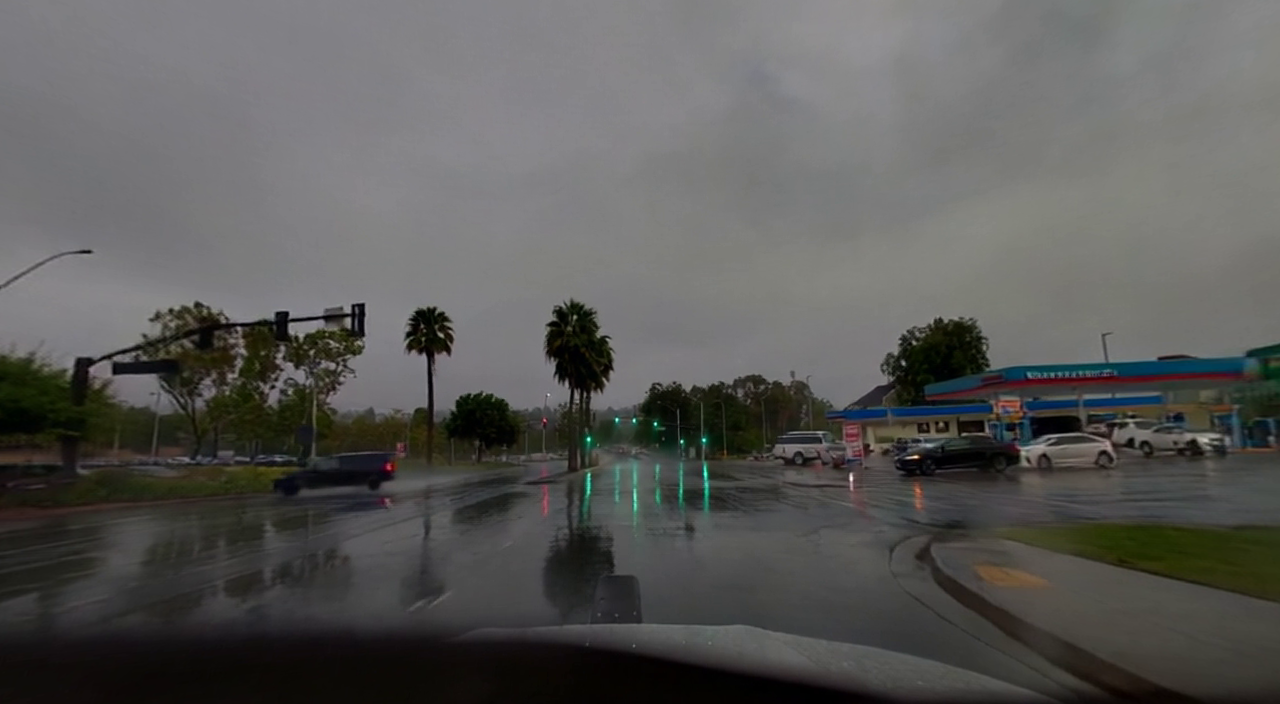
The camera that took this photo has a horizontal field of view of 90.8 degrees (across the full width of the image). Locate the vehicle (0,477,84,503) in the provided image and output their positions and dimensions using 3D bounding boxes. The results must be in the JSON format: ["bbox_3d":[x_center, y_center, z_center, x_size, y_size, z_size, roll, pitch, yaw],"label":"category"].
[{"bbox_3d":[-37.828,8.612,39.473,4.182,1.452,1.954,0,-9,-1],"label":"vehicle"}]

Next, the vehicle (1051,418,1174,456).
[{"bbox_3d":[30.334,5.498,40.696,6.052,2.171,2.511,-1,-8,-7],"label":"vehicle"}]

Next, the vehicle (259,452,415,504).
[{"bbox_3d":[-10.002,4.145,21.369,1.920,1.496,4.763,-3,-9,19],"label":"vehicle"}]

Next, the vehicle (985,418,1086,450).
[{"bbox_3d":[28.941,6.060,46.417,5.625,2.303,2.592,0,-9,2],"label":"vehicle"}]

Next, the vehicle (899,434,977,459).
[{"bbox_3d":[21.635,6.859,45.954,4.578,1.756,2.042,1,-9,-5],"label":"vehicle"}]

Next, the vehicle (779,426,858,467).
[{"bbox_3d":[13.320,7.222,48.331,2.944,2.783,10.332,0,-9,-1],"label":"vehicle"}]

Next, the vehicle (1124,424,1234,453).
[{"bbox_3d":[30.360,4.902,35.681,4.286,1.519,2.070,-1,-9,-3],"label":"vehicle"}]

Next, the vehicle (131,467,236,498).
[{"bbox_3d":[-25.603,7.319,35.528,4.407,1.565,1.861,0,-9,2],"label":"vehicle"}]
